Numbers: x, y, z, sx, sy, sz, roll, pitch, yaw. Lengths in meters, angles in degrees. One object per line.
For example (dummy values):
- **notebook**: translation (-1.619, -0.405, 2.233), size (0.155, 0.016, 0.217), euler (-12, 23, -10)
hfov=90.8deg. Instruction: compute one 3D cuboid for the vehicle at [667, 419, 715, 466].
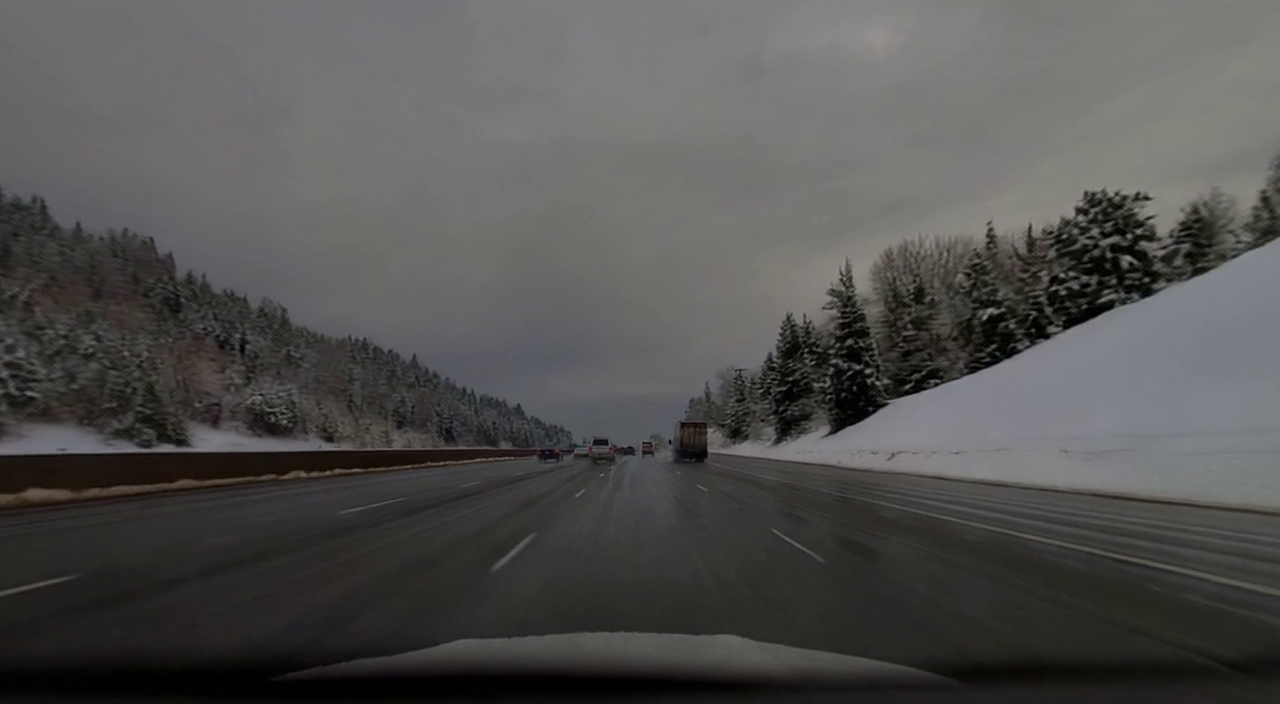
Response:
- **vehicle**: translation (3.621, 6.729, 46.807), size (2.795, 3.187, 7.205), euler (0, -8, -1)
